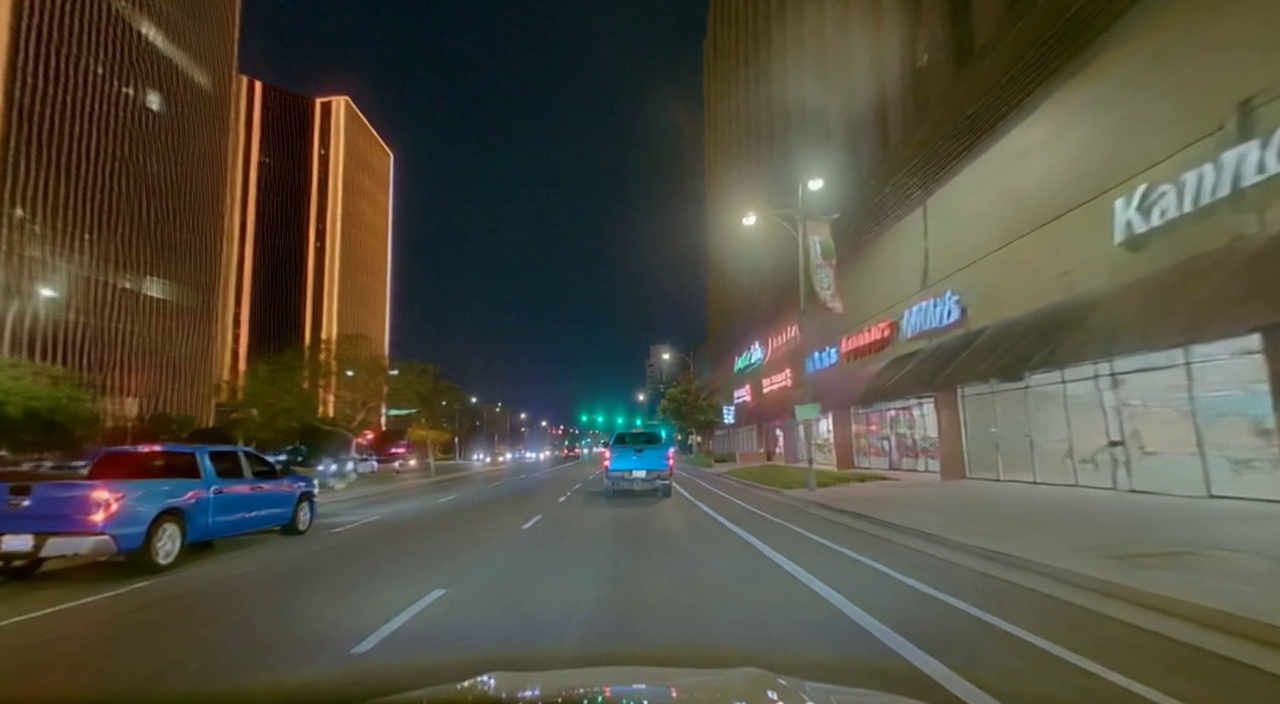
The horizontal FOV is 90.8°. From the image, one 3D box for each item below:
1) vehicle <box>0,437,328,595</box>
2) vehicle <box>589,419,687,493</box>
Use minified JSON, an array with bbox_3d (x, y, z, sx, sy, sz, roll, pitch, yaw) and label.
[{"bbox_3d":[-6.092,1.841,8.103,1.888,1.424,4.553,0,-8,0],"label":"vehicle"},{"bbox_3d":[-0.144,3.179,19.663,2.590,1.932,5.776,0,-8,-2],"label":"vehicle"}]
